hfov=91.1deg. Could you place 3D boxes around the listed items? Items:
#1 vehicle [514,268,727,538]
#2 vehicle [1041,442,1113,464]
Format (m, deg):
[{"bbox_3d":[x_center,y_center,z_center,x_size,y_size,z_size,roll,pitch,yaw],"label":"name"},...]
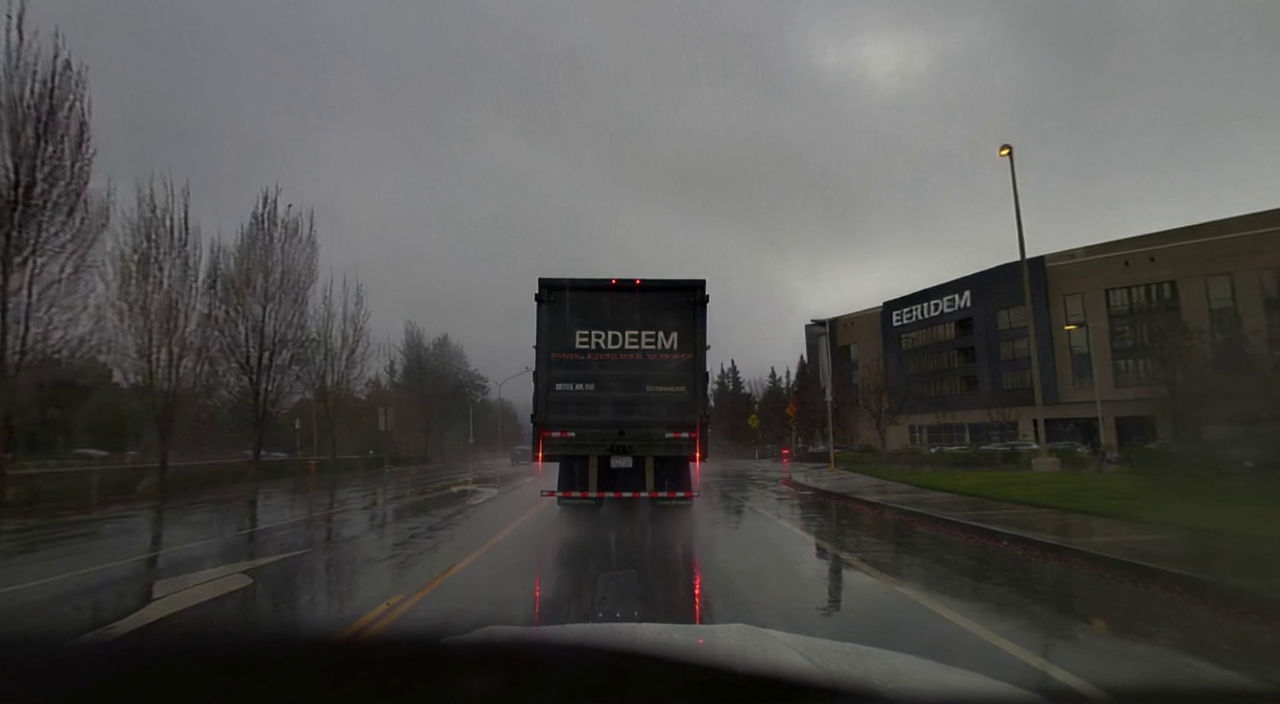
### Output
[{"bbox_3d":[-0.215,1.281,13.373,2.876,3.724,9.351,0,-8,1],"label":"vehicle"},{"bbox_3d":[31.353,7.222,45.174,1.652,1.423,3.797,5,-9,-36],"label":"vehicle"}]
